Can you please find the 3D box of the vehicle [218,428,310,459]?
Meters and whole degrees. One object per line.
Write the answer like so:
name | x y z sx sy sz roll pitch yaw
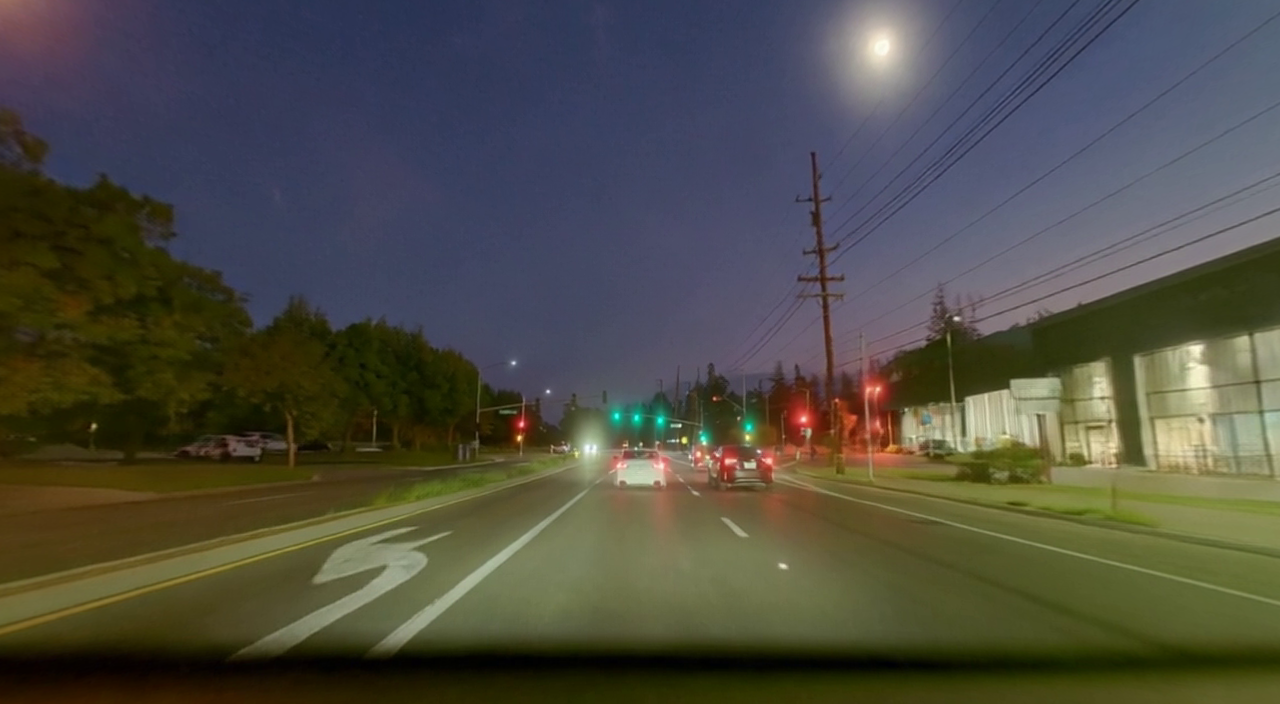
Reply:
vehicle | -28.955 7.142 48.885 2.878 2.172 7.057 1 -8 -1

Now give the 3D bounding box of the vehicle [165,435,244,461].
vehicle | -28.342 6.276 41.180 1.908 1.553 4.979 1 -9 -4

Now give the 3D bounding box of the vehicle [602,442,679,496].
vehicle | -0.029 3.563 19.558 2.144 1.473 4.028 1 -9 -1

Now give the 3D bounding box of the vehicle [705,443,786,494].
vehicle | 3.372 3.809 20.909 1.985 1.489 4.036 0 -9 -1
